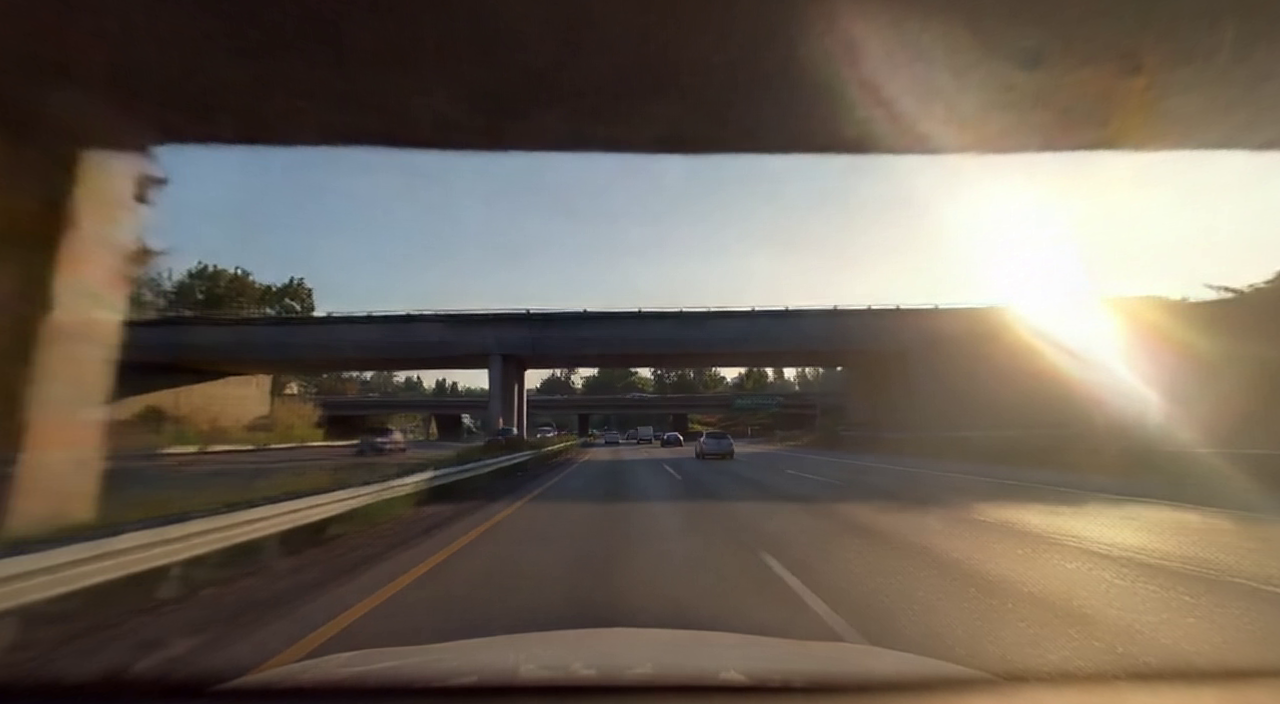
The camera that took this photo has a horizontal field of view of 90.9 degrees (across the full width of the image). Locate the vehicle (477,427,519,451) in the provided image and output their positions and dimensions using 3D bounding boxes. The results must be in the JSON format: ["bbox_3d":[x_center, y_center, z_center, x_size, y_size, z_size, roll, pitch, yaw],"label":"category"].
[{"bbox_3d":[-9.587,5.918,42.986,1.961,1.545,4.290,0,-8,-2],"label":"vehicle"}]

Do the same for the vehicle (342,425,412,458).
[{"bbox_3d":[-13.732,4.685,33.214,1.926,1.616,4.230,0,-8,-1],"label":"vehicle"}]

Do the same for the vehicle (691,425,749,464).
[{"bbox_3d":[3.506,4.127,28.330,1.938,1.578,3.764,0,-8,-3],"label":"vehicle"}]
